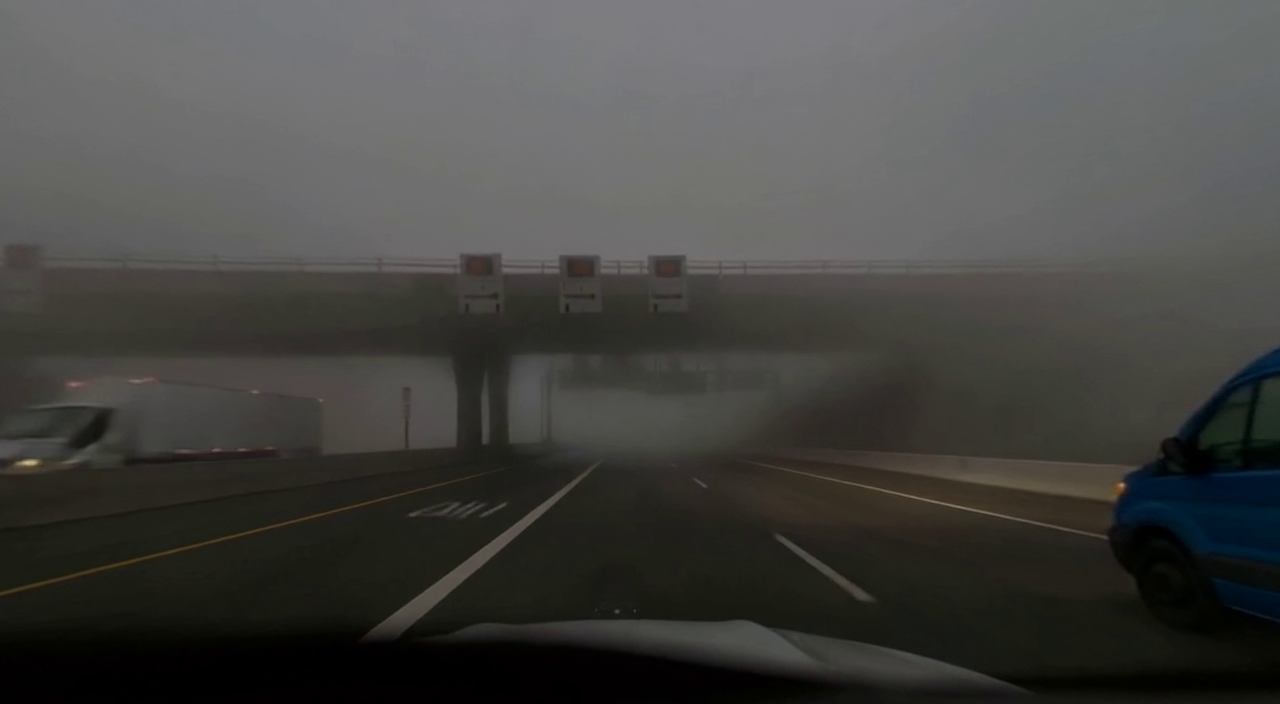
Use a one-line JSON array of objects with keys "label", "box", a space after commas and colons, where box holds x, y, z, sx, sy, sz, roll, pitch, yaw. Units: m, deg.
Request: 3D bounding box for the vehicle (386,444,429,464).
[{"label": "vehicle", "box": [-18.361, 8.061, 49.879, 1.911, 1.468, 4.258, 0, -8, -2]}]

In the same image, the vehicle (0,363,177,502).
[{"label": "vehicle", "box": [-19.155, 2.678, 20.831, 3.000, 3.921, 5.758, -1, -8, 1]}]

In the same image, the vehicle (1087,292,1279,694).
[{"label": "vehicle", "box": [4.308, 0.547, 2.071, 2.161, 2.002, 4.631, 0, -8, -1]}]
